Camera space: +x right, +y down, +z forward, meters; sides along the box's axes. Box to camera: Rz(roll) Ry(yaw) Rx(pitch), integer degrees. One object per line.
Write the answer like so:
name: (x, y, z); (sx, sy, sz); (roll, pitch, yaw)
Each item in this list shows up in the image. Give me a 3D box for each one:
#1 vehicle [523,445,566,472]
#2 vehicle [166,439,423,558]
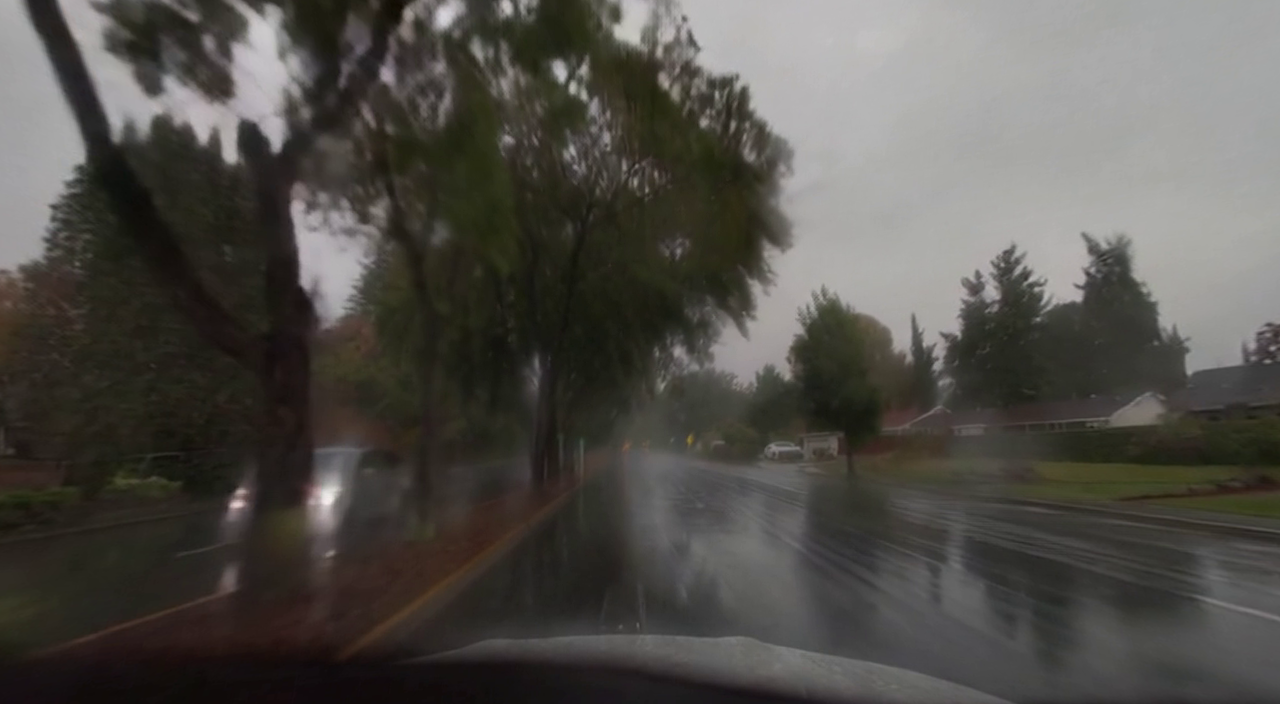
vehicle: (-5.807, 6.509, 38.622); (1.962, 1.471, 4.336); (-3, -9, -1)
vehicle: (-5.531, 2.365, 10.899); (1.935, 1.521, 4.314); (-4, -9, 2)
